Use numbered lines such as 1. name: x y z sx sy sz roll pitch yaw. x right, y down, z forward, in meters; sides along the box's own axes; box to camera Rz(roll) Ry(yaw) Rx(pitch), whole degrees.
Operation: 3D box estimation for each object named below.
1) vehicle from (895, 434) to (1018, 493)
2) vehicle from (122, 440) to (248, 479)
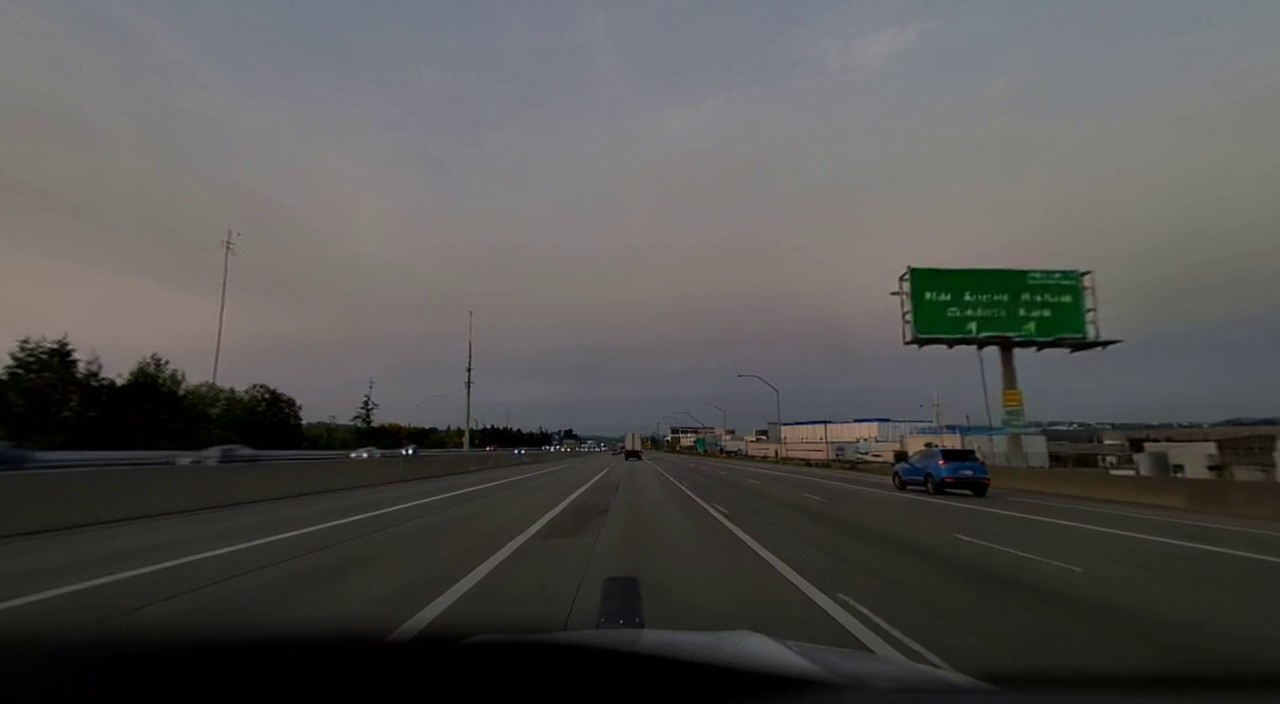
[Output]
1. vehicle: 13.719 4.852 27.848 2.411 2.326 5.300 0 -9 -3
2. vehicle: -19.311 4.586 27.114 1.977 1.484 4.592 0 -9 0
